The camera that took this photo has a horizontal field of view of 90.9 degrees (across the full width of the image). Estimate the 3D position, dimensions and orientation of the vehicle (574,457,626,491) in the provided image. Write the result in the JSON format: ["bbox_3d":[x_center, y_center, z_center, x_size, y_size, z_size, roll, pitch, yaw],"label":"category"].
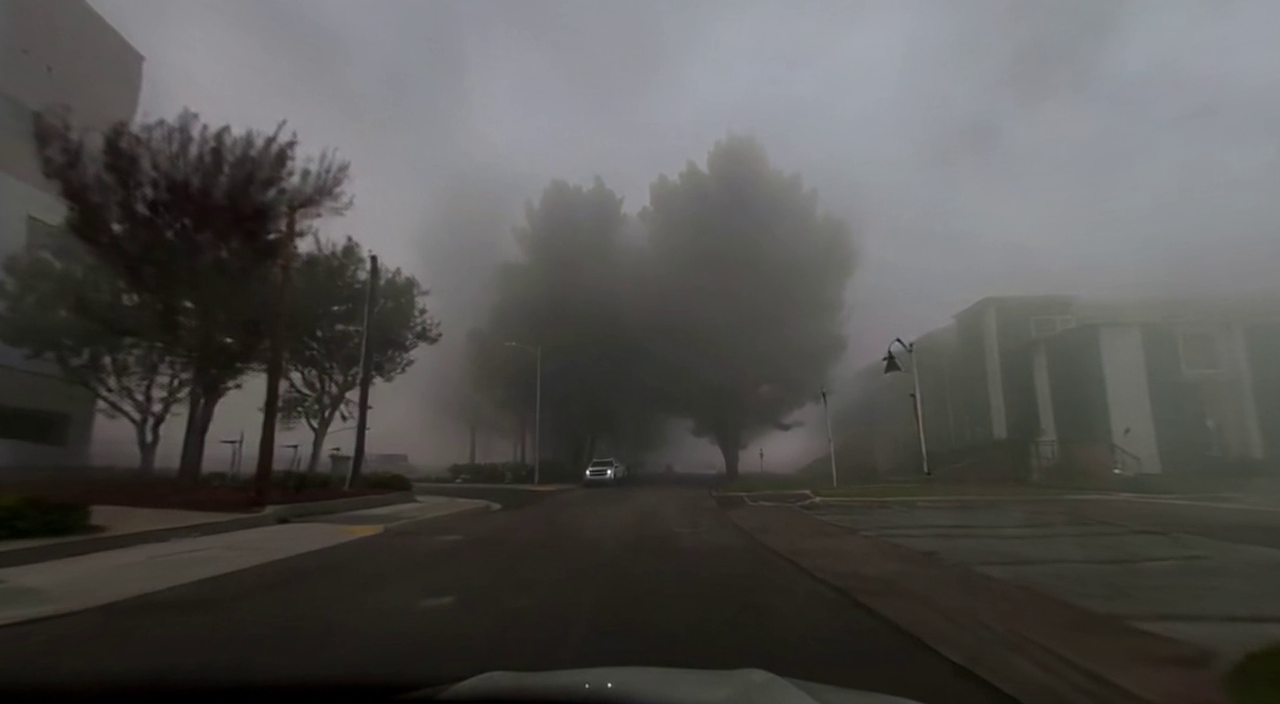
[{"bbox_3d":[-2.240,7.060,36.674,2.022,1.776,4.625,-2,-10,9],"label":"vehicle"}]
